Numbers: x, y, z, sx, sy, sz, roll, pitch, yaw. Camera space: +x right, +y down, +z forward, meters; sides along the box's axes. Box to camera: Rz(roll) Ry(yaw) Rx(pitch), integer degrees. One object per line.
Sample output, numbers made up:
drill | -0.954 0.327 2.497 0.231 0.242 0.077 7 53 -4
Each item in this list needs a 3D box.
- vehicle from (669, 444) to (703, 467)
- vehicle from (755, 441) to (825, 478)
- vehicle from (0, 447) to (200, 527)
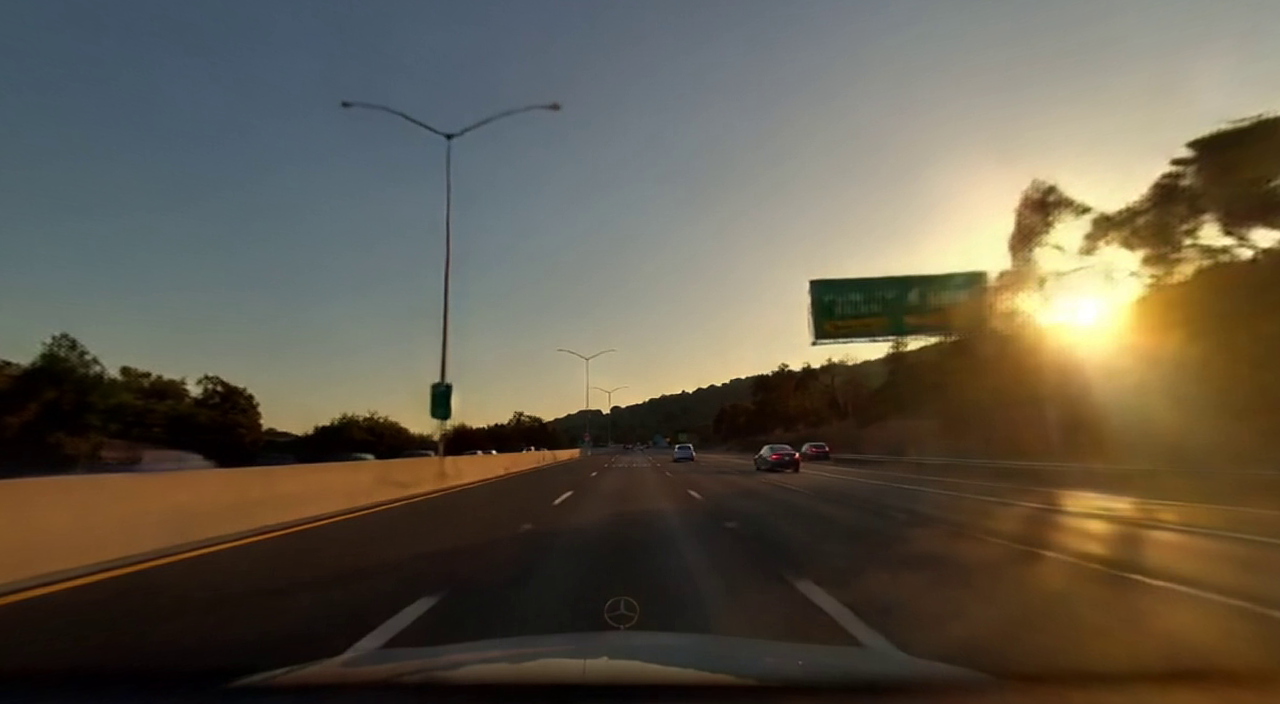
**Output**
vehicle | 3.268 7.526 46.103 2.056 1.553 4.320 0 -9 -1
vehicle | 6.606 4.781 28.274 2.038 1.528 3.910 0 -9 -2
vehicle | -10.906 2.554 12.486 1.687 1.264 3.762 0 -8 0
